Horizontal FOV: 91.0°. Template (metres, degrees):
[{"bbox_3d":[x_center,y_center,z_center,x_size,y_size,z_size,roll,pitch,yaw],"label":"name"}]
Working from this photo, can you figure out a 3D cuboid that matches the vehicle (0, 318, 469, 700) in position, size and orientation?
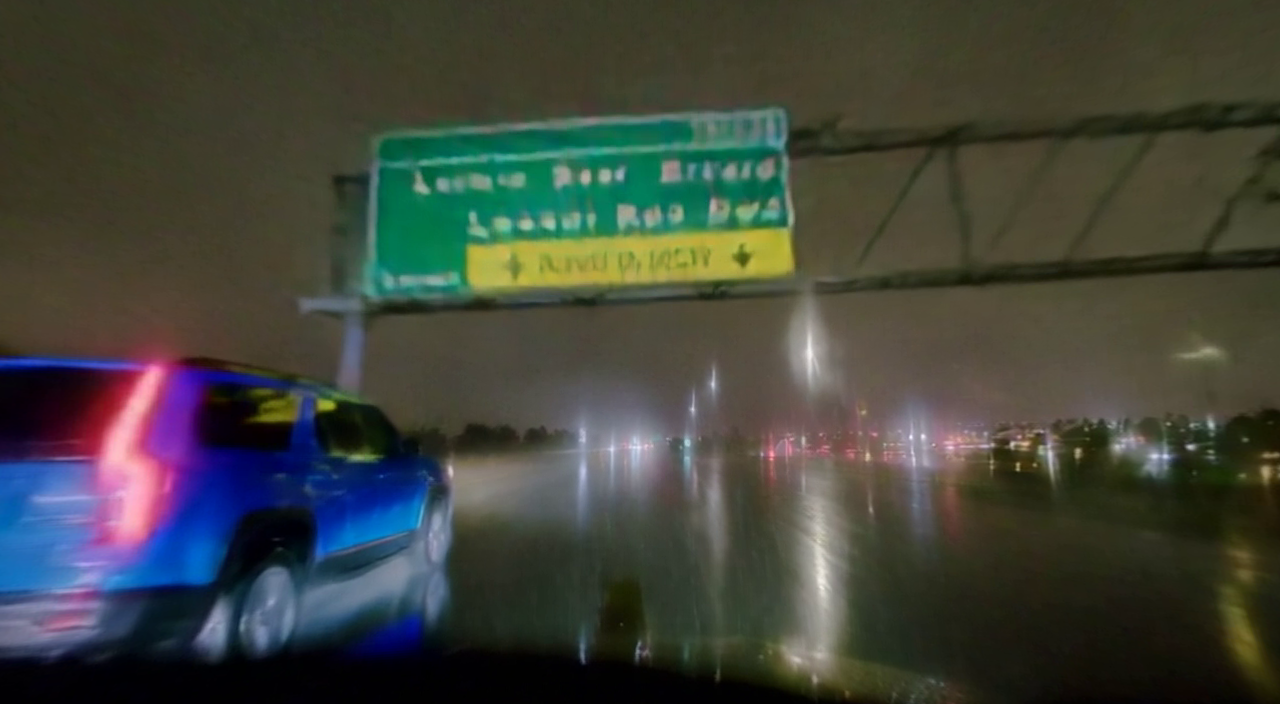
[{"bbox_3d":[-3.749,1.201,6.132,2.431,1.928,5.760,0,-9,1],"label":"vehicle"}]
